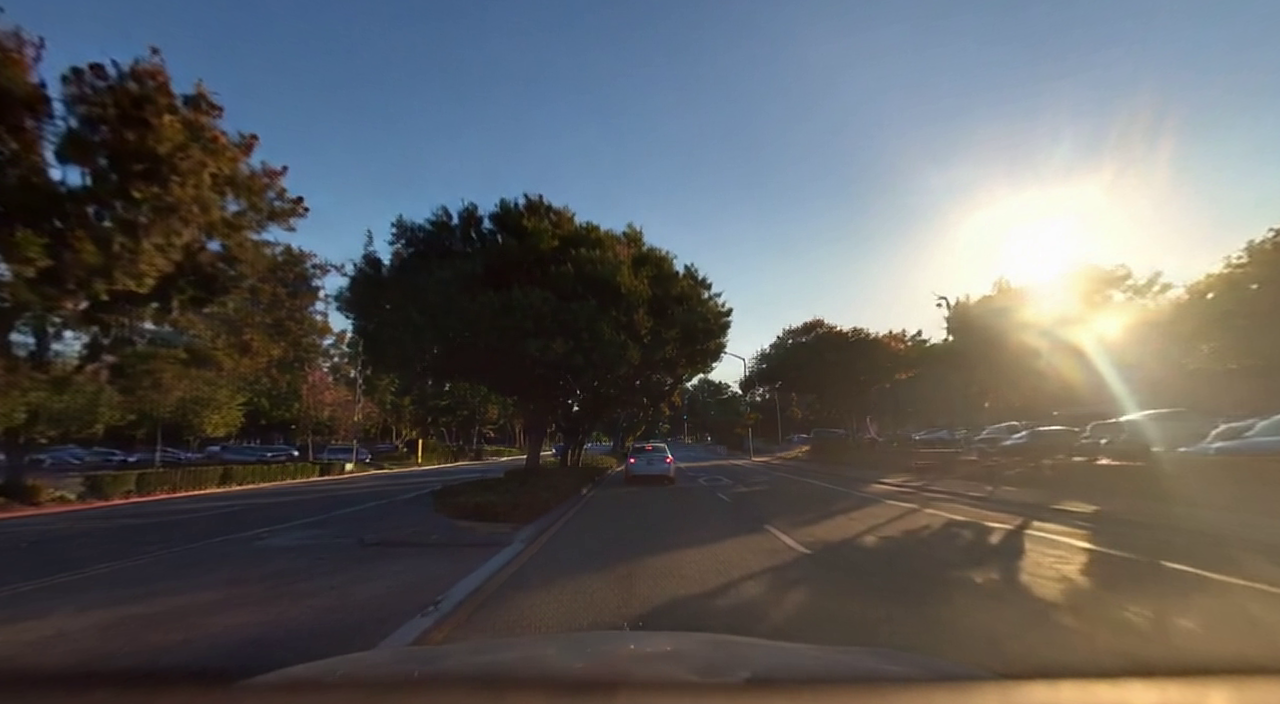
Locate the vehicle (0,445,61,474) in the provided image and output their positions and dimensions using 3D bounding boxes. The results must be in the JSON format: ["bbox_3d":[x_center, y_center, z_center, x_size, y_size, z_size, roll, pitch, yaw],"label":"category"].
[{"bbox_3d":[-42.454,7.241,42.585,4.467,1.834,2.087,0,-8,-1],"label":"vehicle"}]

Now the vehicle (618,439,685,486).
[{"bbox_3d":[0.330,3.763,21.833,2.093,1.442,3.977,0,-8,-1],"label":"vehicle"}]

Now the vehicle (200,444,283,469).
[{"bbox_3d":[-30.079,7.891,47.710,4.764,1.786,2.091,0,-8,0],"label":"vehicle"}]
